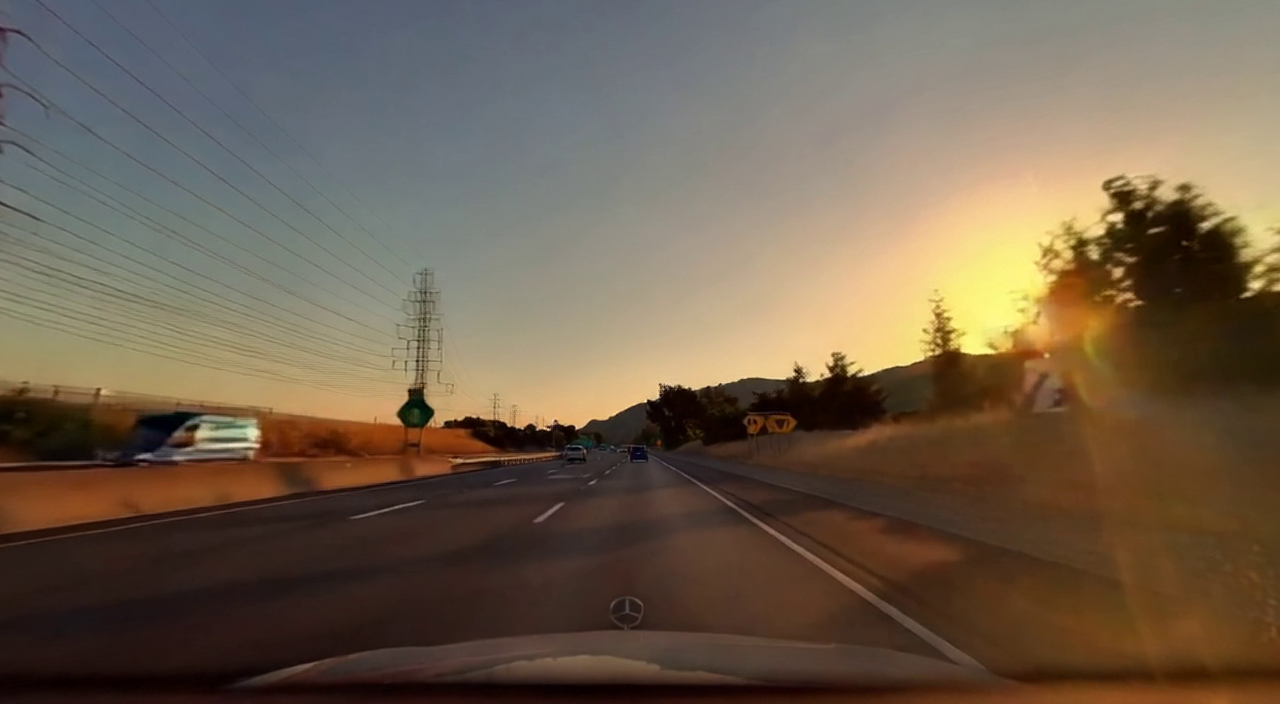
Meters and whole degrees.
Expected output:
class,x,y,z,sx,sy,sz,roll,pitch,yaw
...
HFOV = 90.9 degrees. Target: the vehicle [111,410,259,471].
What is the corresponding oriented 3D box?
class,x,y,z,sx,sy,sz,roll,pitch,yaw
vehicle,-18.921,3.768,26.658,2.217,2.296,5.314,0,-9,0
